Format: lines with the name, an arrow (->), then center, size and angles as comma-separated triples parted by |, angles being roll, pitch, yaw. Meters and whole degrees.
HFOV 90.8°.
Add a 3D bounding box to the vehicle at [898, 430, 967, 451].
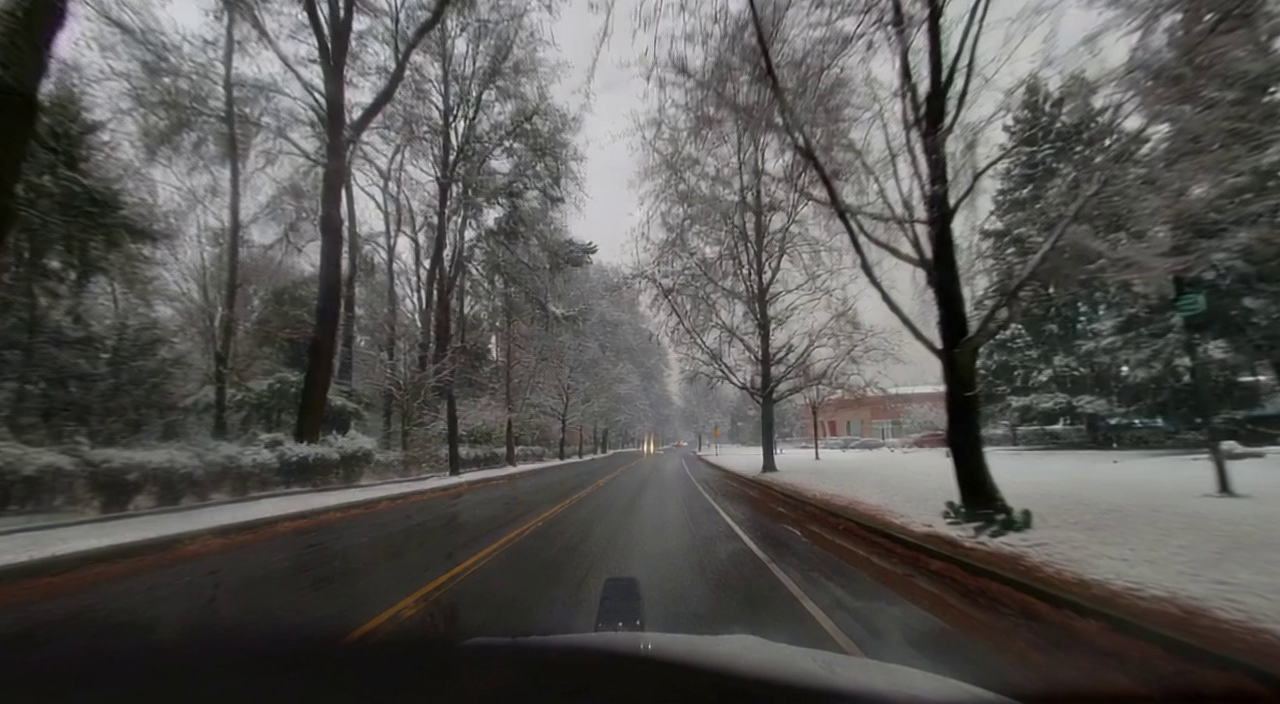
vehicle -> 22.228, 6.741, 48.116 | 4.293, 1.473, 1.843 | -1, -7, 3
